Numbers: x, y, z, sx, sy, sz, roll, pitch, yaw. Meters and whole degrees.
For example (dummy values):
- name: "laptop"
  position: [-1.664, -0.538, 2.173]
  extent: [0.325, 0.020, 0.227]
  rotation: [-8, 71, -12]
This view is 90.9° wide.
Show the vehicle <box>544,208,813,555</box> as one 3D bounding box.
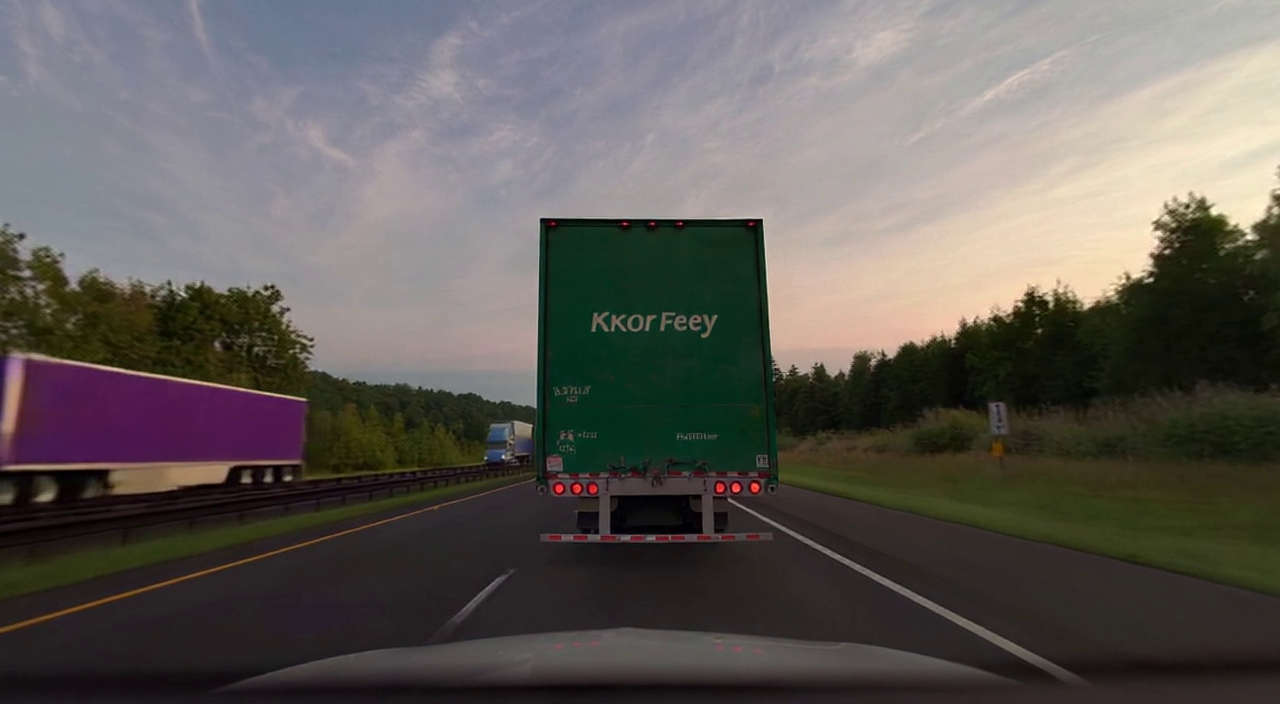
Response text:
- name: "vehicle"
  position: [0.478, 1.402, 15.016]
  extent: [3.230, 4.377, 14.405]
  rotation: [0, -9, 0]

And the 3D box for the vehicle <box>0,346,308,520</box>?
- name: "vehicle"
  position: [-16.379, 2.868, 20.893]
  extent: [2.886, 4.022, 14.136]
  rotation: [0, -9, 1]

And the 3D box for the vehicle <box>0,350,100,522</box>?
- name: "vehicle"
  position: [-16.393, 1.888, 14.203]
  extent: [2.992, 3.946, 5.787]
  rotation: [0, -9, 0]
